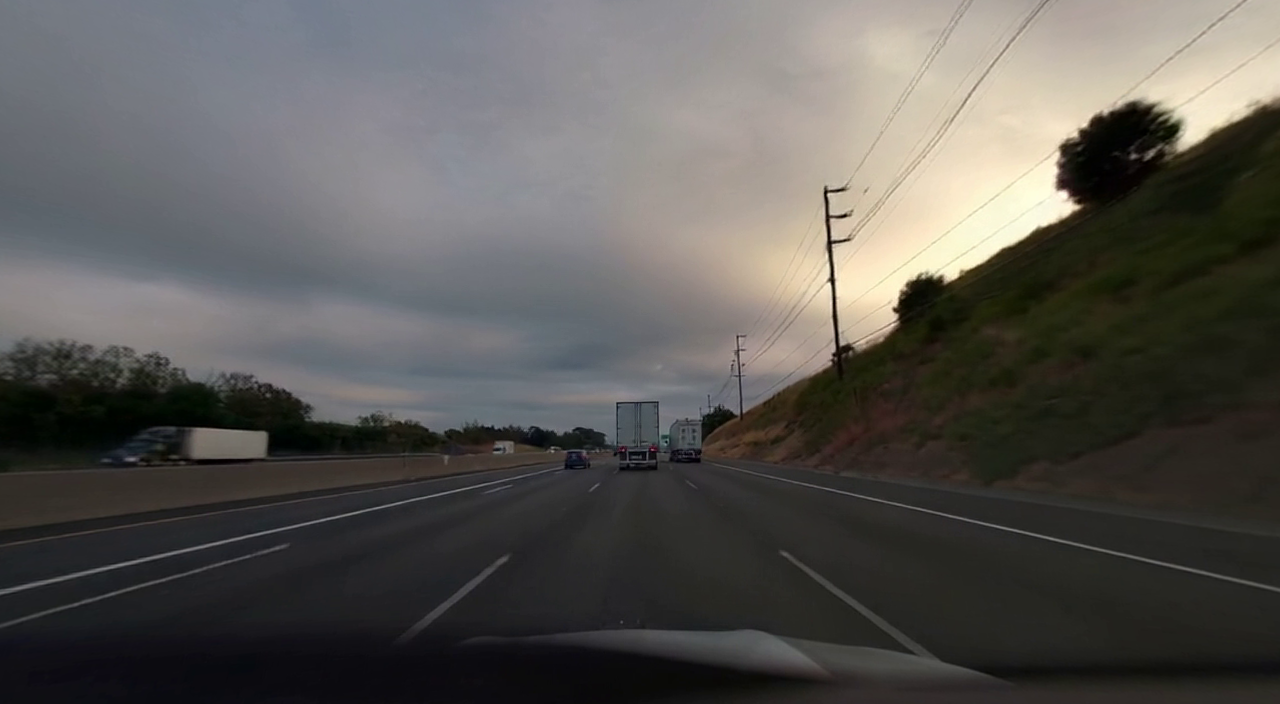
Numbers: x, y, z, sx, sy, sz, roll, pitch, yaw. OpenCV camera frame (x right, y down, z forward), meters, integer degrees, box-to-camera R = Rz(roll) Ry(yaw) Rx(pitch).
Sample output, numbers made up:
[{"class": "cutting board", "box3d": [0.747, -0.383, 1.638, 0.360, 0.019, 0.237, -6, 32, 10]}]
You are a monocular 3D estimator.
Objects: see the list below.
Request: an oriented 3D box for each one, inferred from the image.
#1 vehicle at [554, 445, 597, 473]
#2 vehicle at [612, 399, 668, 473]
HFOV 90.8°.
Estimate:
[{"class": "vehicle", "box3d": [-3.806, 6.392, 37.968, 2.128, 1.533, 4.694, 0, -9, 0]}, {"class": "vehicle", "box3d": [0.029, 5.394, 39.894, 2.985, 4.025, 10.982, 0, -9, 0]}]
